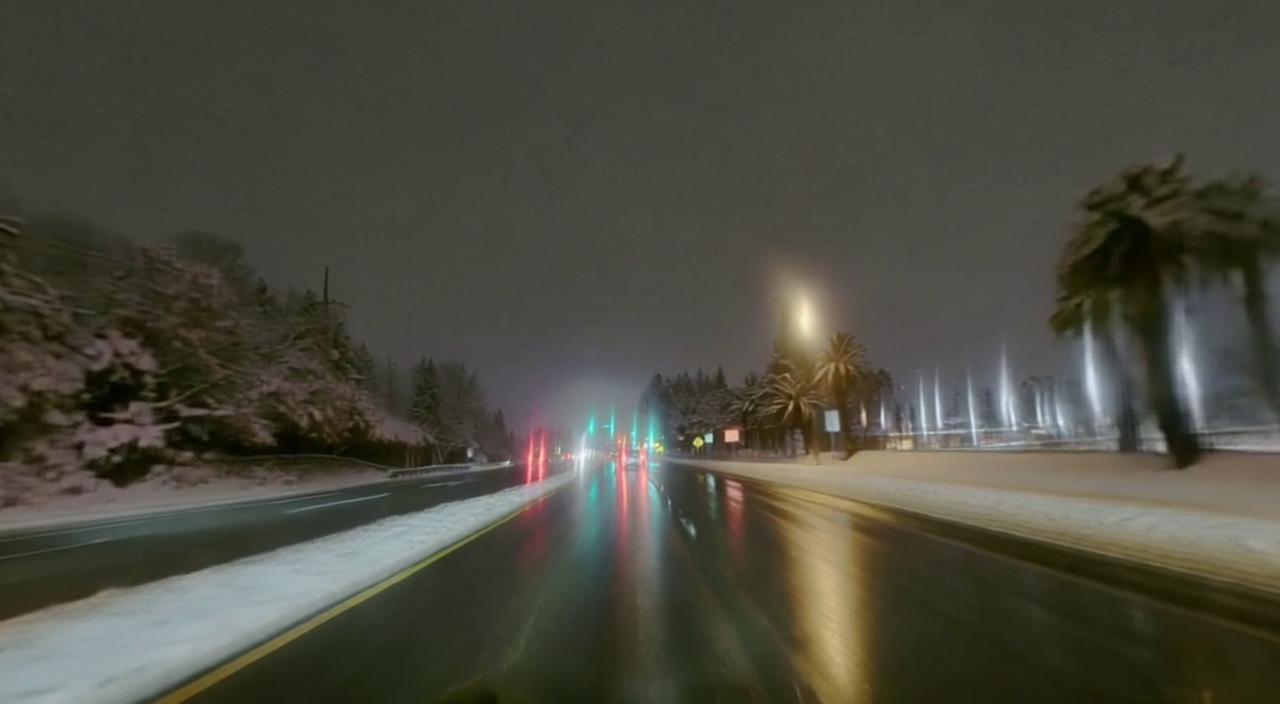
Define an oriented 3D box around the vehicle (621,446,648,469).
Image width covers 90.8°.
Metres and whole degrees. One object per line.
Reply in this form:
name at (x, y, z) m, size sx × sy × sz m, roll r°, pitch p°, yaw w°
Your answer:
vehicle at (-0.475, 8.138, 48.944) m, size 2.001 × 1.688 × 4.128 m, roll 0°, pitch -8°, yaw -2°
